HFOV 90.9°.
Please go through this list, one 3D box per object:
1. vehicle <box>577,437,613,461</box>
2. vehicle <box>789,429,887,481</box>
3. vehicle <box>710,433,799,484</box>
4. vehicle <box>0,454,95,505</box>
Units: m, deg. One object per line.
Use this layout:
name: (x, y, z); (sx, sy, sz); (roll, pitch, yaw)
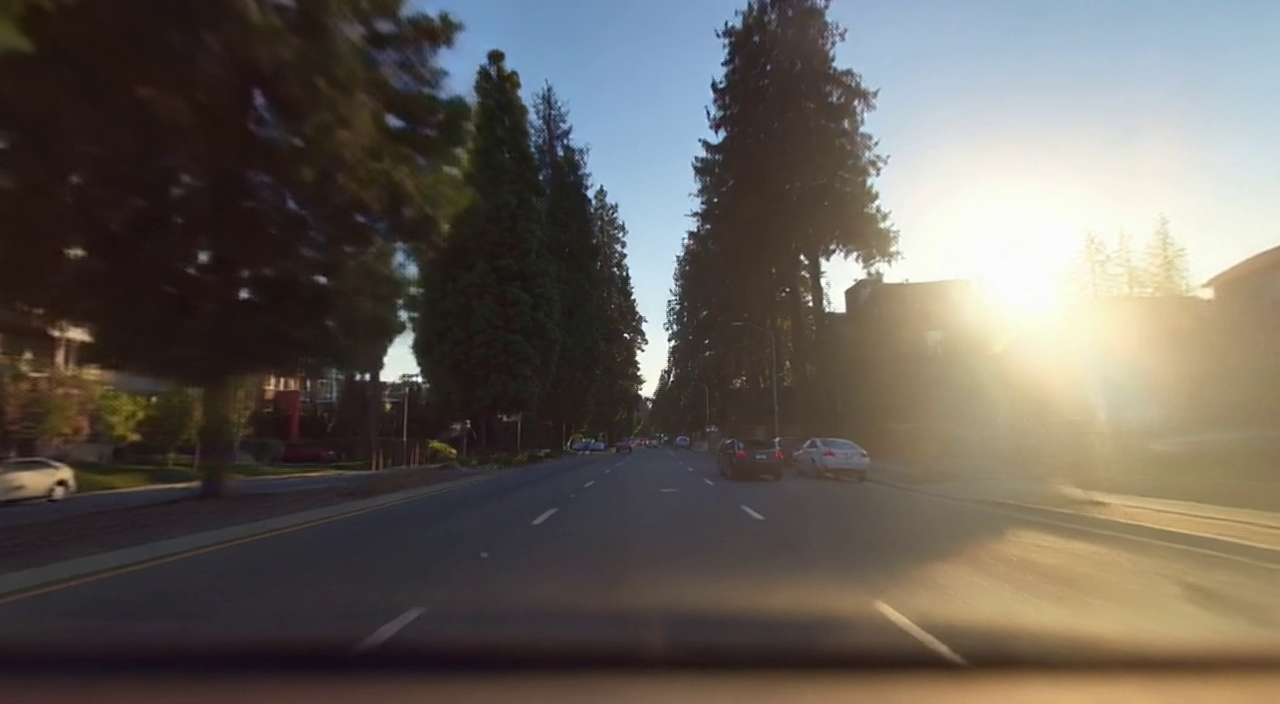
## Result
vehicle: (-3.000, 6.604, 42.924); (2.049, 1.485, 4.656); (0, -8, 1)
vehicle: (7.210, 3.801, 23.558); (2.121, 1.727, 4.789); (0, -8, 0)
vehicle: (3.679, 3.531, 21.153); (2.128, 1.502, 4.572); (0, -8, 0)
vehicle: (-22.603, 4.527, 22.509); (1.883, 1.671, 4.779); (0, -8, 1)
